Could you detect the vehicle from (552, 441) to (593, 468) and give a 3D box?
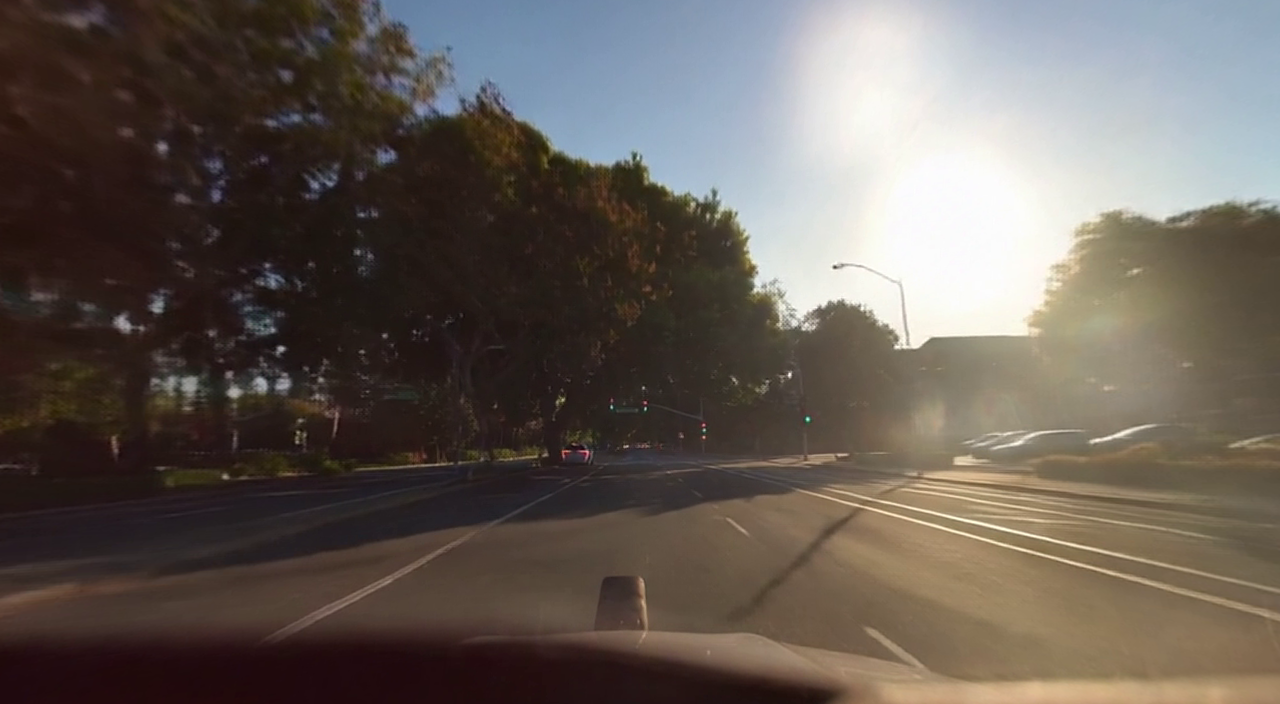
[{"bbox_3d":[-4.430,6.807,42.134,2.156,1.722,4.484,-1,-8,0],"label":"vehicle"}]
